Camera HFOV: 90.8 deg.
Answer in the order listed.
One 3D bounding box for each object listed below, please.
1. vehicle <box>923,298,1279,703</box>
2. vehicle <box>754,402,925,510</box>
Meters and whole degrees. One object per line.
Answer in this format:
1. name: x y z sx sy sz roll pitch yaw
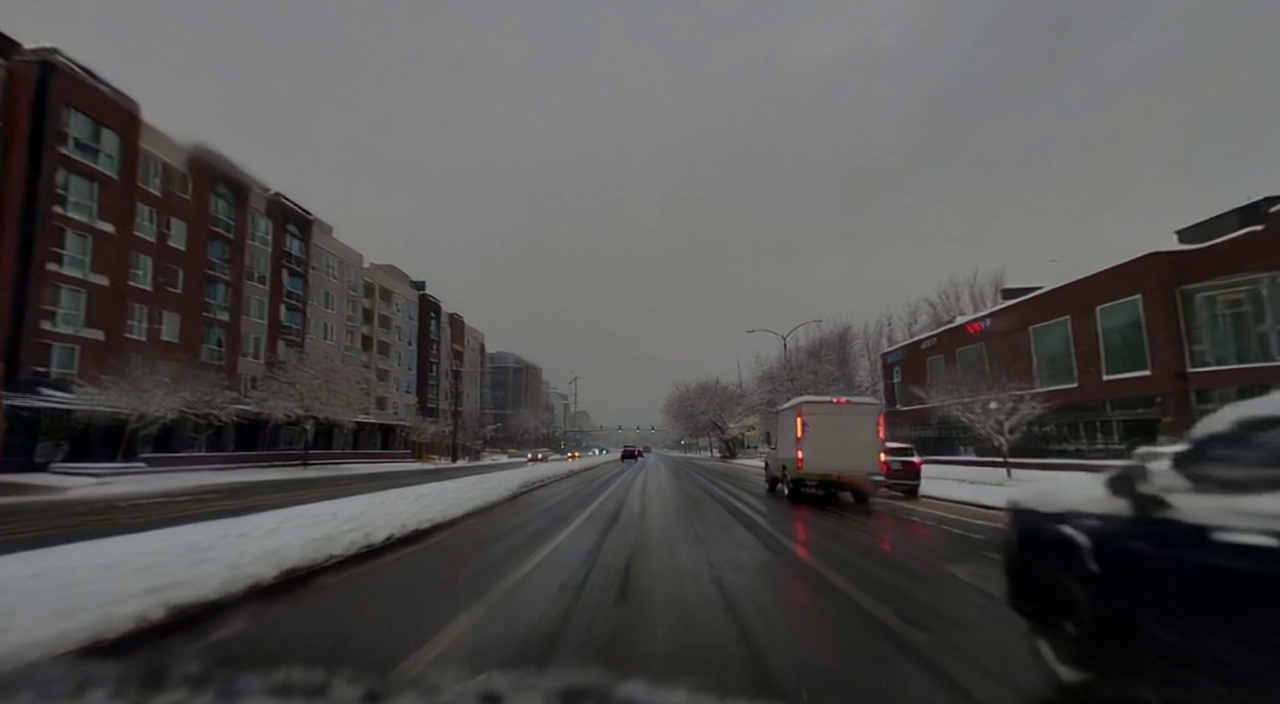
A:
1. vehicle: 3.127 0.735 2.044 2.130 1.787 5.126 0 -9 1
2. vehicle: 5.015 2.781 17.203 2.723 2.409 5.869 0 -9 0
